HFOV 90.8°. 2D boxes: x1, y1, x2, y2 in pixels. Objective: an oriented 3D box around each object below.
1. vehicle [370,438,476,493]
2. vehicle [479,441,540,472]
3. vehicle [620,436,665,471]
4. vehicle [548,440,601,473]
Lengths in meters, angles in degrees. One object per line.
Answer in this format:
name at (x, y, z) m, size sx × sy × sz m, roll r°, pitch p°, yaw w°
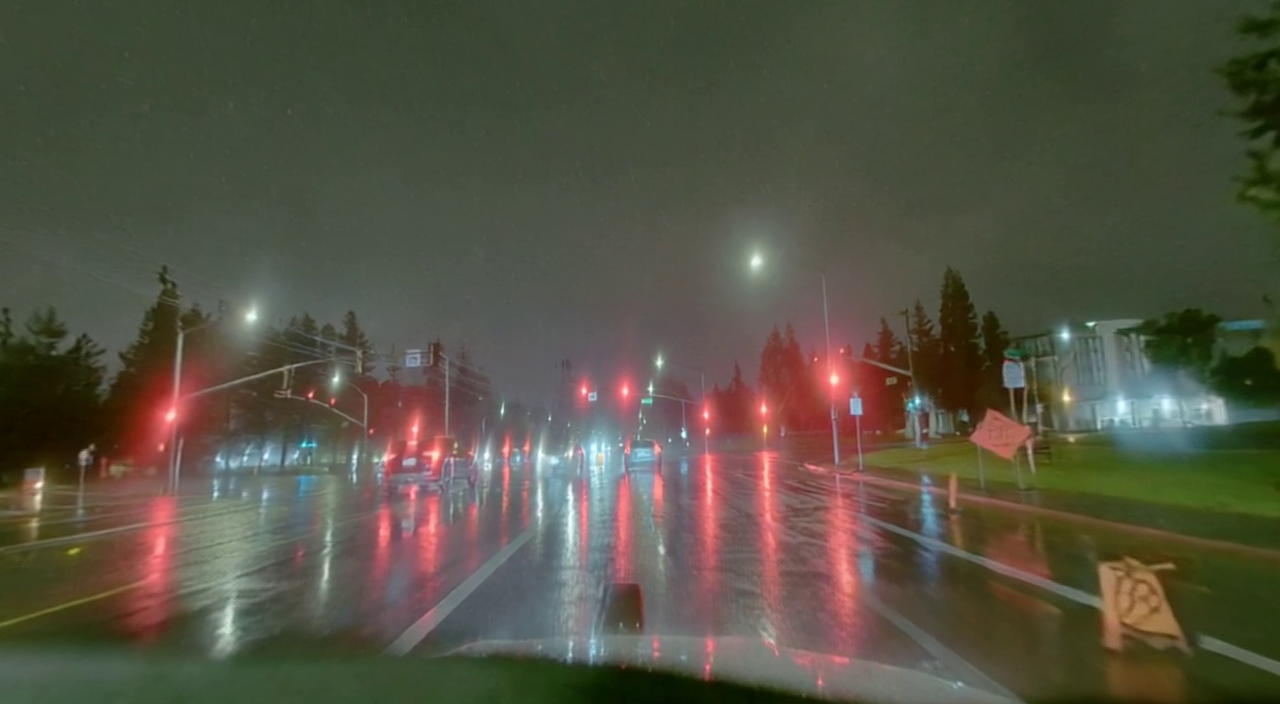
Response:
vehicle at (-6.749, 3.554, 20.161) m, size 1.869 × 1.570 × 4.064 m, roll 0°, pitch -8°, yaw 1°
vehicle at (-6.493, 5.262, 32.037) m, size 2.074 × 1.447 × 4.224 m, roll 0°, pitch -8°, yaw 2°
vehicle at (0.119, 4.758, 29.742) m, size 1.985 × 1.521 × 3.968 m, roll 0°, pitch -8°, yaw 1°
vehicle at (-2.961, 4.828, 29.407) m, size 1.946 × 1.437 × 4.154 m, roll 0°, pitch -8°, yaw 1°
